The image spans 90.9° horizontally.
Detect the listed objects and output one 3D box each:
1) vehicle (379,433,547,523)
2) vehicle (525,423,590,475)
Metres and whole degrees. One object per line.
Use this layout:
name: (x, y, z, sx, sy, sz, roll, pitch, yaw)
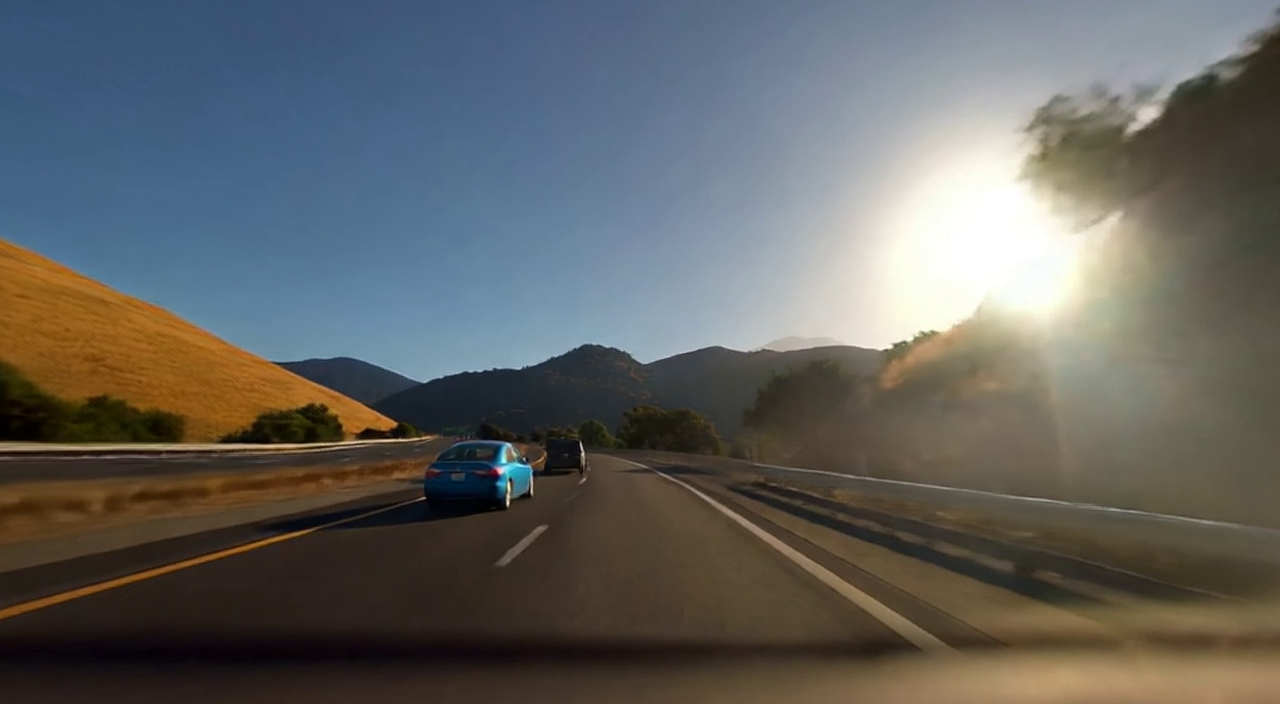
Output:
vehicle: (-3.409, 2.527, 13.241, 2.097, 1.511, 4.585, 0, -8, 1)
vehicle: (-3.790, 4.594, 30.039, 2.444, 2.204, 5.568, 1, -8, -1)
